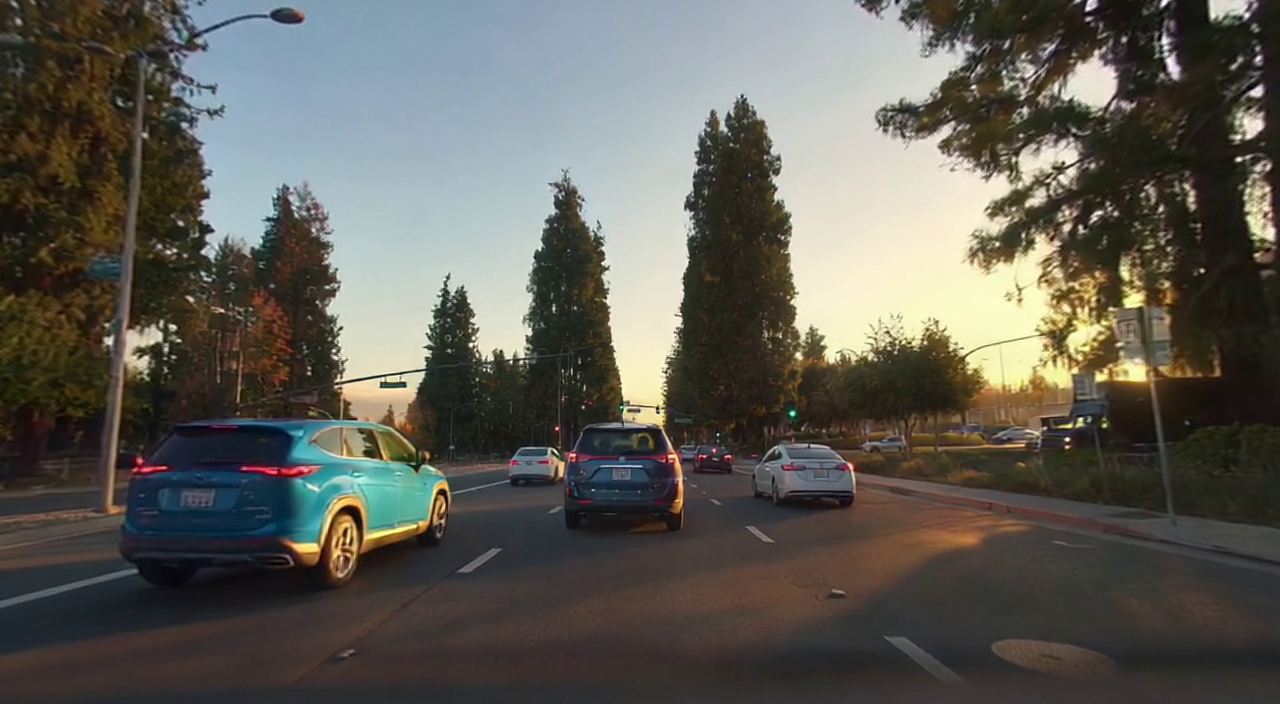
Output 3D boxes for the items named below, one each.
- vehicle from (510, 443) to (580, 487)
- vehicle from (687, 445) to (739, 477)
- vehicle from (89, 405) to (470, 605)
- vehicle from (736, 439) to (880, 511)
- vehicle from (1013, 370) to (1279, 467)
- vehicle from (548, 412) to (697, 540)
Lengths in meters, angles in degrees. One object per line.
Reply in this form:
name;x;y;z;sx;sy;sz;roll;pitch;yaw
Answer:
vehicle;-3.420;4.135;23.407;1.897;1.479;4.204;0;-8;1
vehicle;3.528;5.299;31.068;1.996;1.443;4.270;0;-8;-1
vehicle;-3.716;1.643;7.661;2.039;1.709;4.265;0;-8;1
vehicle;3.890;2.934;15.608;2.036;1.480;4.659;0;-8;-3
vehicle;17.825;2.400;22.397;7.314;3.230;2.680;0;-8;-1
vehicle;-0.251;2.107;11.349;2.132;1.816;4.471;0;-8;0
